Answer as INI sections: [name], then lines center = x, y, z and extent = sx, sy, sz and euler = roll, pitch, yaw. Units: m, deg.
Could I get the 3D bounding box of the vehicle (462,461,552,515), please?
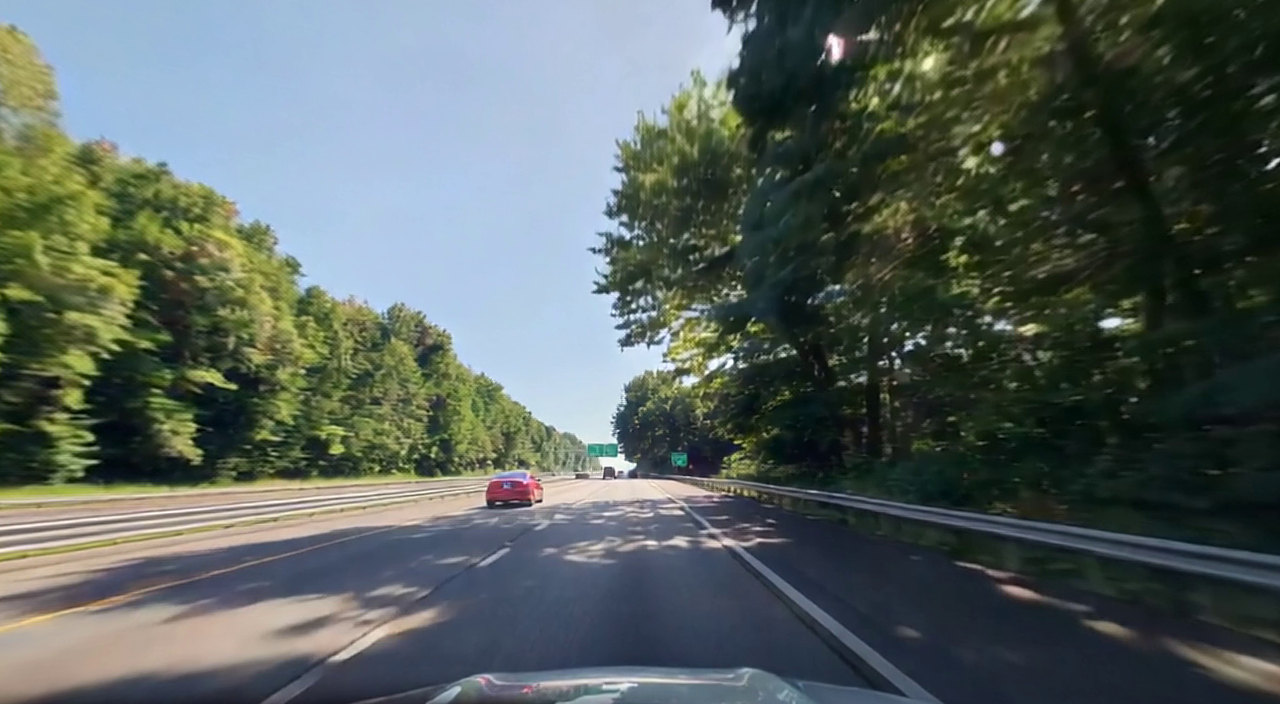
[vehicle]
center = -4.135, 4.319, 20.271
extent = 1.954, 1.509, 4.094
euler = 0, -10, 1
